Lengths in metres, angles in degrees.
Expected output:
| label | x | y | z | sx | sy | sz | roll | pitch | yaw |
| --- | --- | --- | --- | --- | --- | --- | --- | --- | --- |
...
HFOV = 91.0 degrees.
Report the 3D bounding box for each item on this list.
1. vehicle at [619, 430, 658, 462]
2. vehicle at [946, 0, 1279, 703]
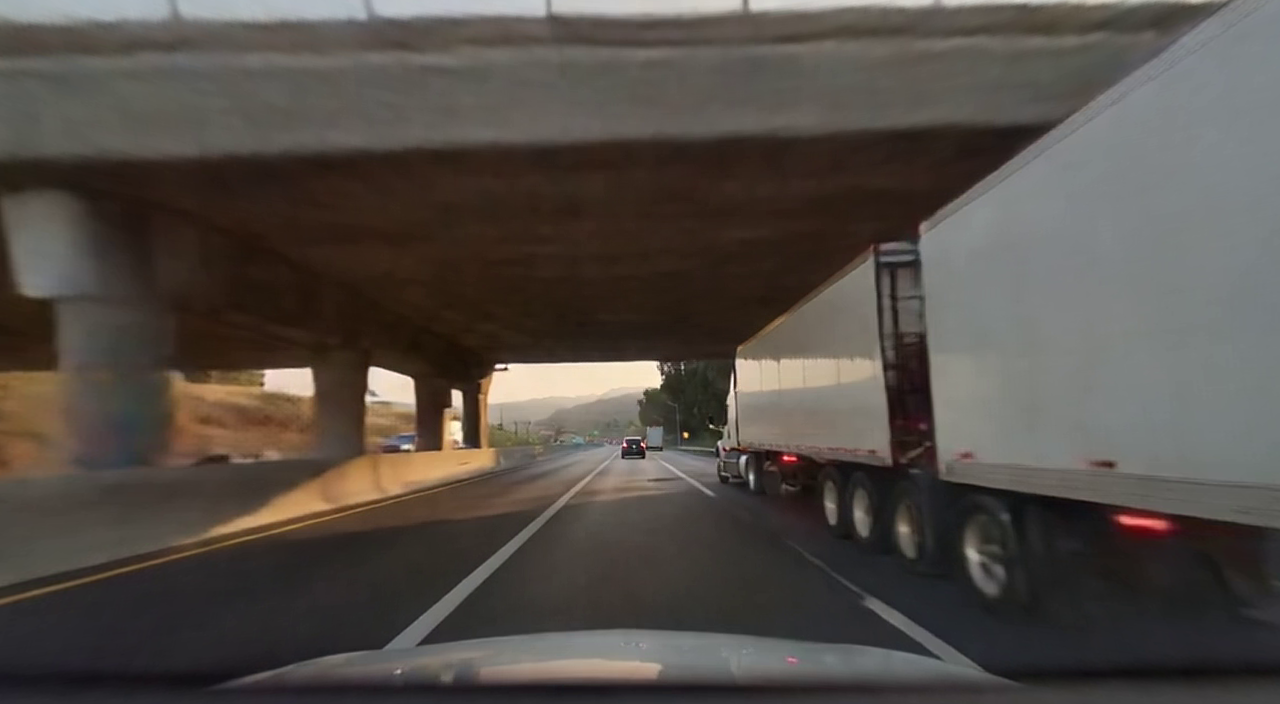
| label | x | y | z | sx | sy | sz | roll | pitch | yaw |
| --- | --- | --- | --- | --- | --- | --- | --- | --- | --- |
| vehicle | -0.151 | 6.312 | 42.445 | 2.456 | 2.007 | 4.728 | 0 | -8 | -2 |
| vehicle | 3.918 | -0.572 | 0.375 | 2.967 | 3.961 | 8.660 | 0 | -8 | 0 |
